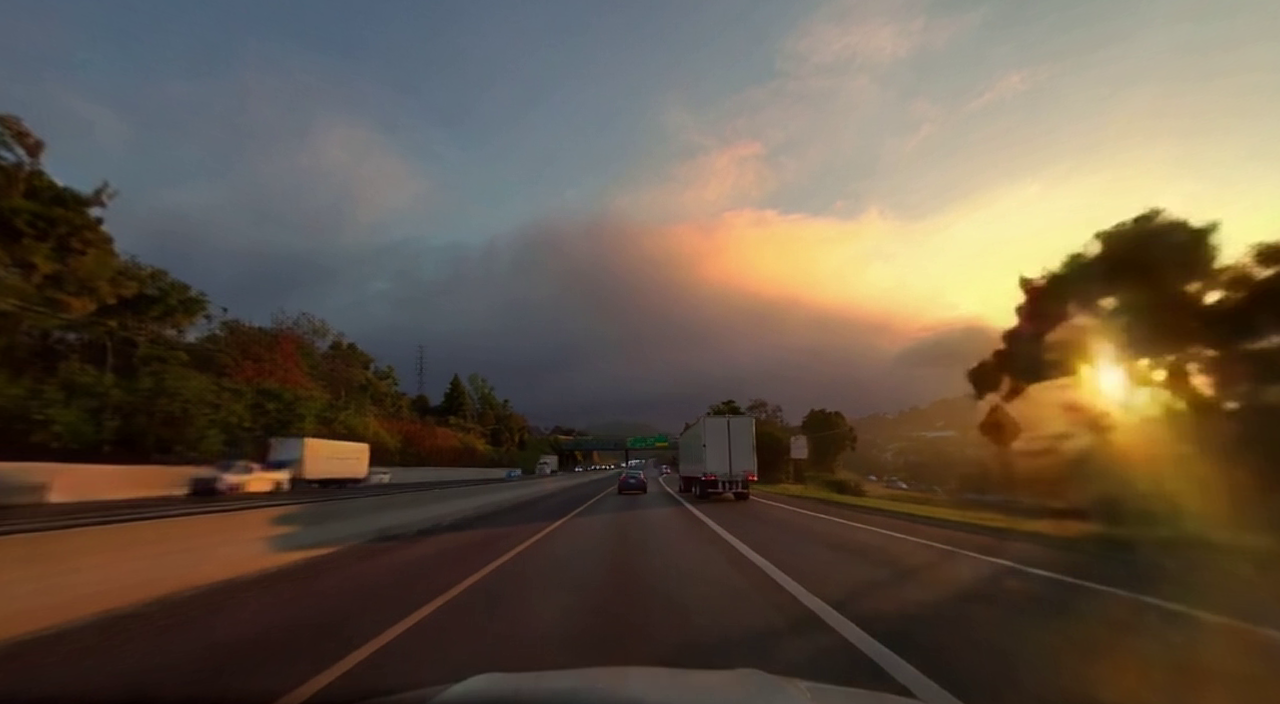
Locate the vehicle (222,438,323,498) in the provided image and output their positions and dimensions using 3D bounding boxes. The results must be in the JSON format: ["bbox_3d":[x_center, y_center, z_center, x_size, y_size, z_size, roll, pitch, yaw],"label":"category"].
[{"bbox_3d":[-19.243,6.111,33.283,2.359,2.885,4.644,0,-10,0],"label":"vehicle"}]

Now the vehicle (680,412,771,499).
[{"bbox_3d":[4.480,6.188,36.811,3.218,4.001,14.492,1,-10,0],"label":"vehicle"}]

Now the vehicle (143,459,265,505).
[{"bbox_3d":[-19.168,5.719,28.028,1.951,1.803,4.680,1,-10,1],"label":"vehicle"}]

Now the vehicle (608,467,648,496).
[{"bbox_3d":[-0.647,7.010,34.296,2.010,1.436,3.973,1,-10,-1],"label":"vehicle"}]
